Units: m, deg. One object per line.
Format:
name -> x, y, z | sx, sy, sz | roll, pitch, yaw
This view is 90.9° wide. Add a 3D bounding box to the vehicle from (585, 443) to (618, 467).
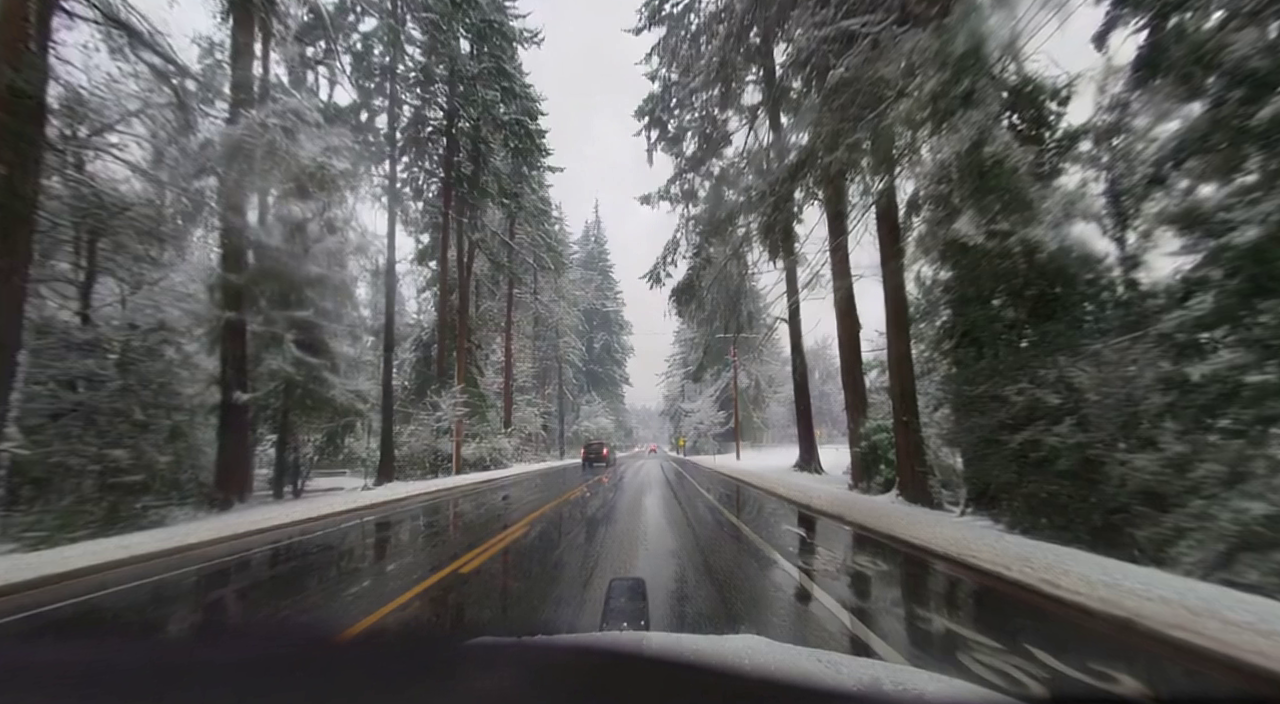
vehicle -> -2.963, 8.039, 49.451 | 2.087, 1.821, 4.738 | 0, -8, 3
